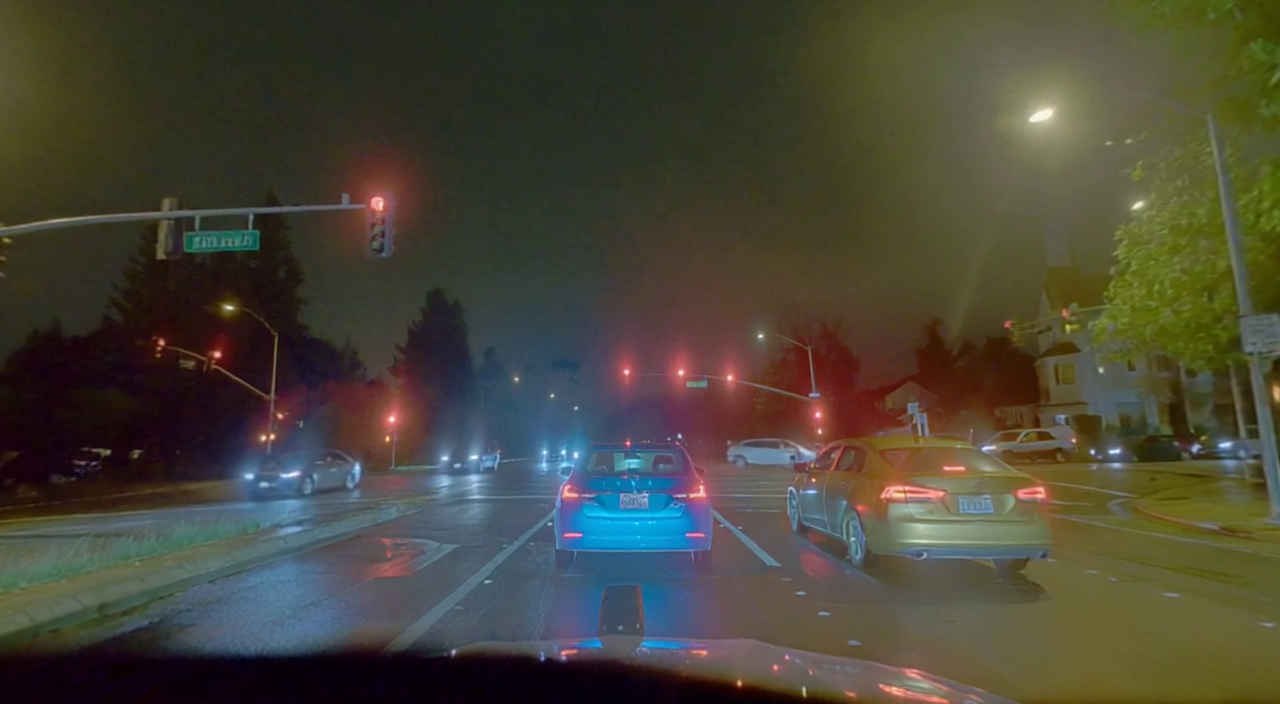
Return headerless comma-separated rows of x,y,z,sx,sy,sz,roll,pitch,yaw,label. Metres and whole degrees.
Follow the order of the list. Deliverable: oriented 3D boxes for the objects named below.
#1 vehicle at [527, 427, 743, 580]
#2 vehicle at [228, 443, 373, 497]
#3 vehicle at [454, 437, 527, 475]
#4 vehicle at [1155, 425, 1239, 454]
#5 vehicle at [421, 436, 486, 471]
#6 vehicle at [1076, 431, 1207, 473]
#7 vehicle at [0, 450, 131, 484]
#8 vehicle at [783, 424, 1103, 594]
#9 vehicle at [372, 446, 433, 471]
-0.064,1.783,8.258,2.103,1.478,4.073,0,-8,-1,vehicle
-11.375,3.966,21.724,2.102,1.531,5.072,-2,-9,2,vehicle
-7.437,5.224,32.001,2.383,1.779,4.973,0,-8,1,vehicle
41.684,6.580,47.356,4.388,2.079,1.960,0,-8,-3,vehicle
-11.039,6.030,37.805,2.376,1.916,4.899,0,-8,0,vehicle
23.962,4.774,30.299,4.520,1.762,2.005,-1,-8,-1,vehicle
-28.131,5.609,31.042,4.538,1.591,1.949,0,-8,1,vehicle
3.183,1.716,7.772,1.913,1.505,4.097,0,-8,0,vehicle
-16.864,7.589,45.132,1.893,1.658,4.474,-2,-9,11,vehicle
